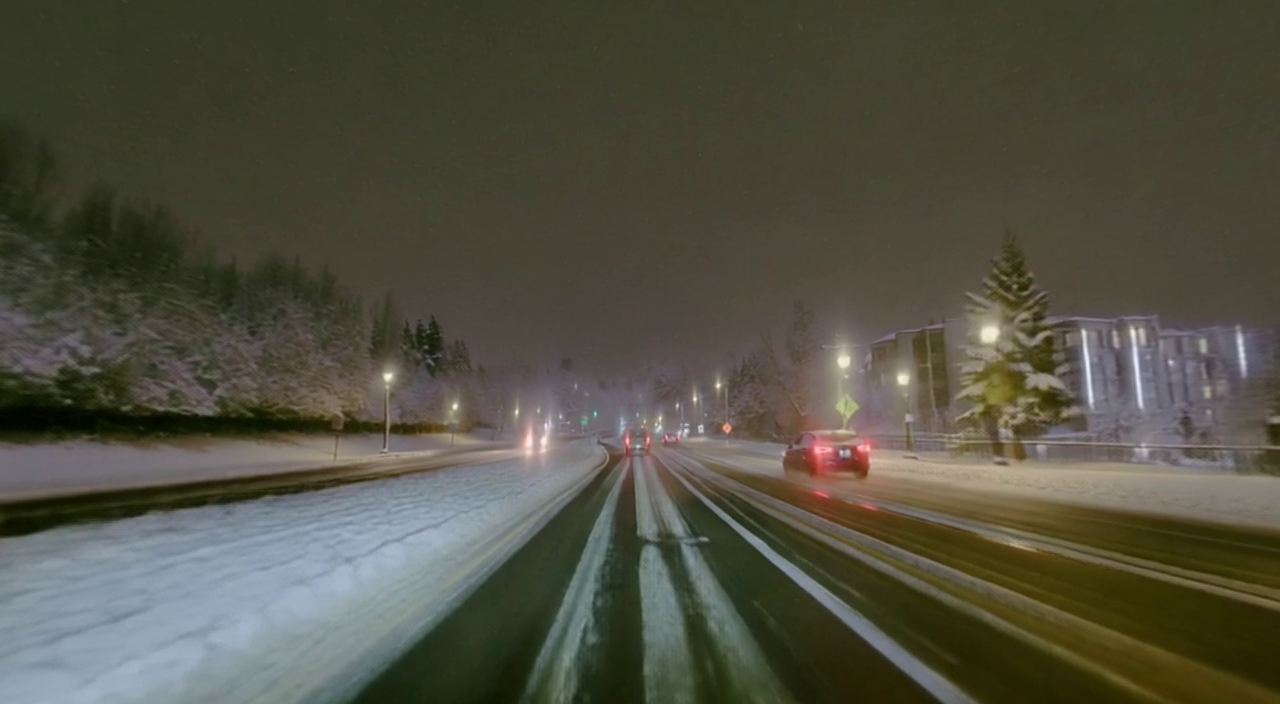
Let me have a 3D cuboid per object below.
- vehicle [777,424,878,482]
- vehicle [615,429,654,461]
[{"bbox_3d":[6.348,3.483,22.007,2.026,1.804,4.565,0,-8,-1],"label":"vehicle"},{"bbox_3d":[-0.333,5.686,38.468,2.193,1.794,4.457,0,-8,0],"label":"vehicle"}]
